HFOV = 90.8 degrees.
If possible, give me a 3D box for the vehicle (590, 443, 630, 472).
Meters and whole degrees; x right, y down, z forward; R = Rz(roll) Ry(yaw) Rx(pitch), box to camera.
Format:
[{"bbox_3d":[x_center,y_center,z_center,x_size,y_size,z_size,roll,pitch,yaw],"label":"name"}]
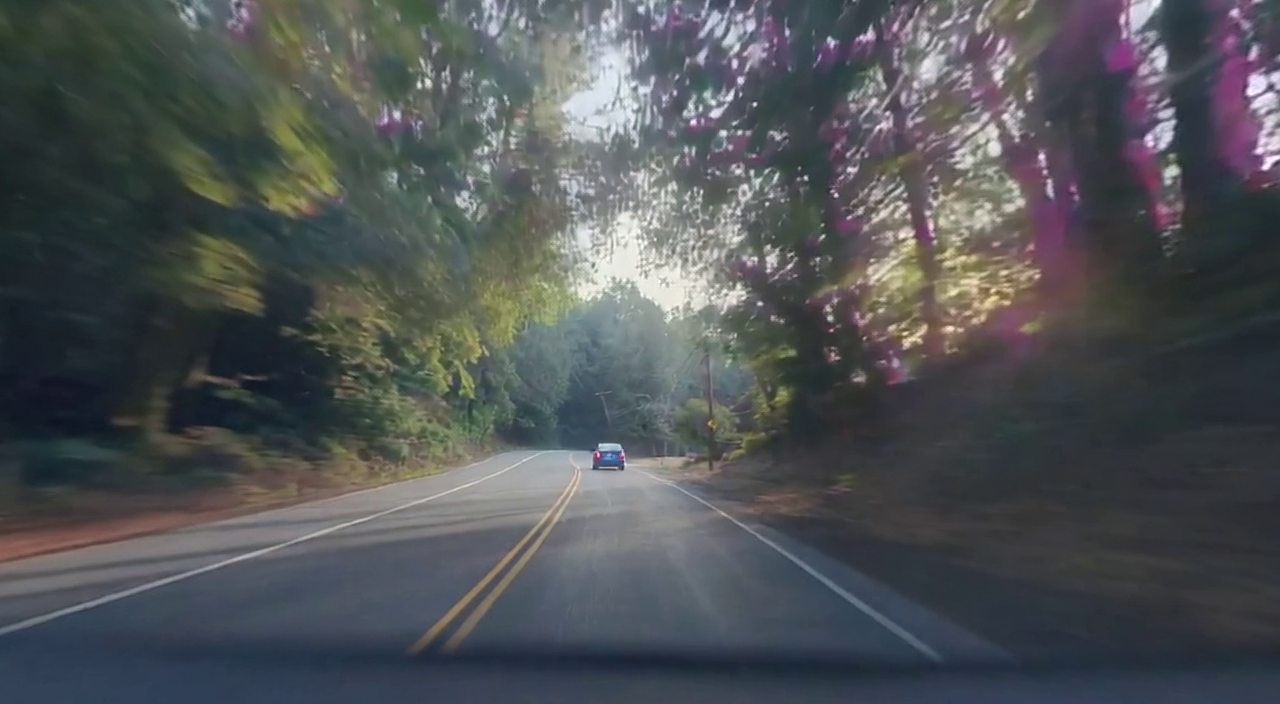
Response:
[{"bbox_3d":[-1.811,6.125,36.941,2.059,1.524,3.963,3,-9,-5],"label":"vehicle"}]
